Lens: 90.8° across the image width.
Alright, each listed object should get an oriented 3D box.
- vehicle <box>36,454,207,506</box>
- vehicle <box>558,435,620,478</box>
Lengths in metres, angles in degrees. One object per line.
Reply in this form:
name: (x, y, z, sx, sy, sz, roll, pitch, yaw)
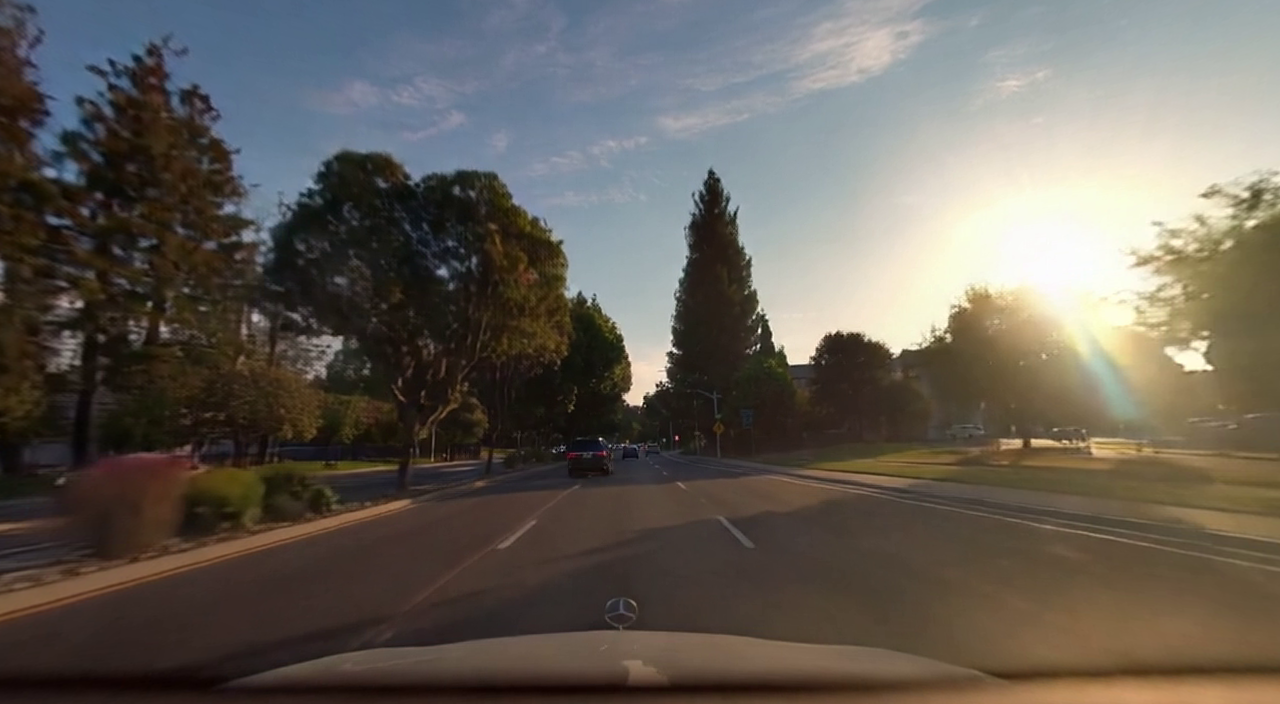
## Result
vehicle: (-17.151, 4.214, 21.299, 1.895, 1.502, 4.711, 1, -9, -2)
vehicle: (-2.110, 4.505, 27.337, 2.174, 1.703, 4.231, 0, -9, 2)
